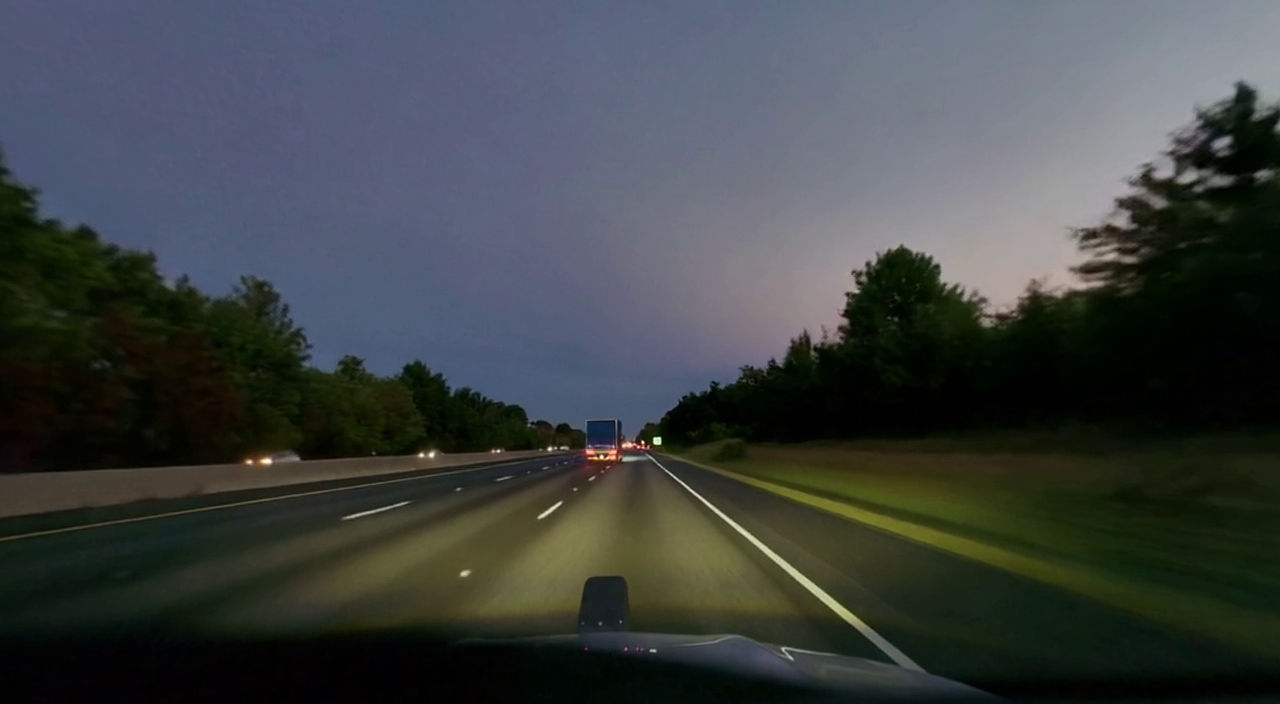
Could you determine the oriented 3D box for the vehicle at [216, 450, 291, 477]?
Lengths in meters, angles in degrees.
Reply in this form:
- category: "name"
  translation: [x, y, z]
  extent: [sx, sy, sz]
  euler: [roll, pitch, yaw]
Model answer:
- category: "vehicle"
  translation: [-25.128, 7.252, 41.250]
  extent: [2.032, 1.617, 4.561]
  euler: [0, -9, 0]
